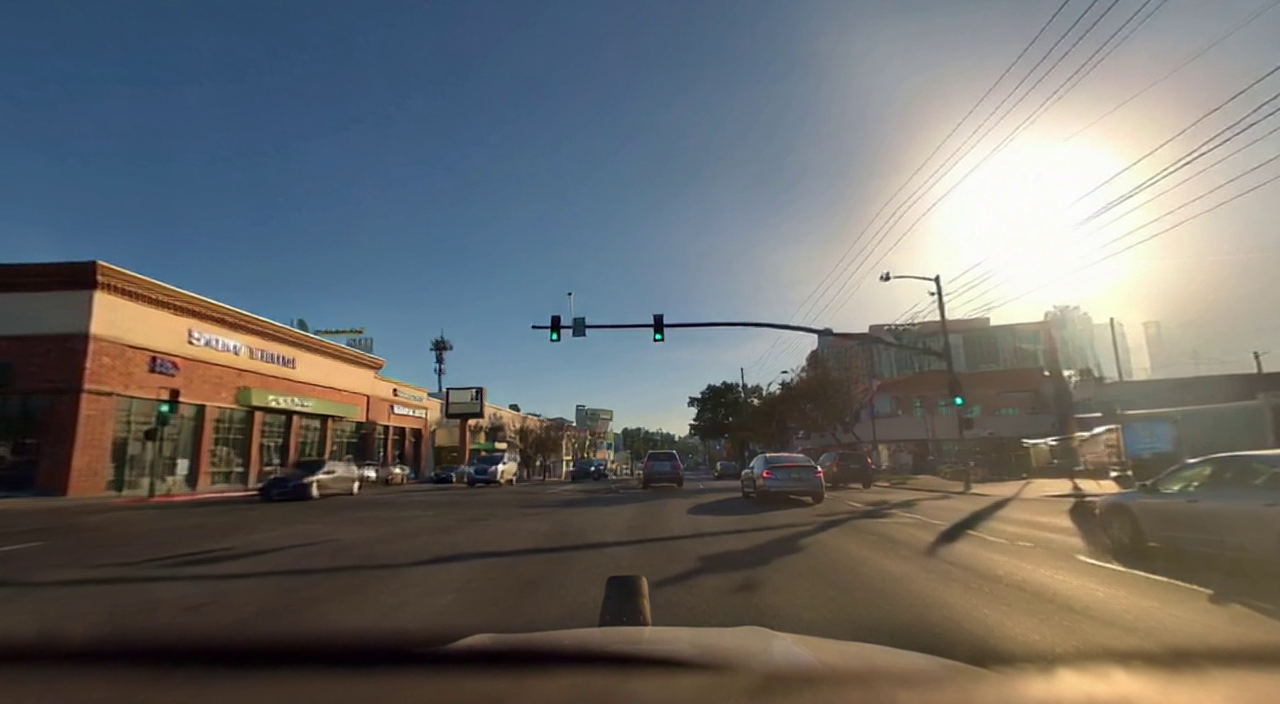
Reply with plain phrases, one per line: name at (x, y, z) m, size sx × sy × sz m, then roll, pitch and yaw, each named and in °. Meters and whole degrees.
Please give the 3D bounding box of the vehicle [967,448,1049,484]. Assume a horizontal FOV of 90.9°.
vehicle at (17.025, 5.196, 29.070) m, size 4.373 × 1.399 × 2.052 m, roll 7°, pitch -11°, yaw -43°

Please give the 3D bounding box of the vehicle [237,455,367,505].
vehicle at (-11.553, 4.375, 21.987) m, size 1.871 × 1.453 × 4.575 m, roll 0°, pitch -8°, yaw 2°

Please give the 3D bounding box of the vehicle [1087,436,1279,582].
vehicle at (7.449, 1.650, 6.809) m, size 1.911 × 1.466 × 4.572 m, roll 0°, pitch -8°, yaw 1°

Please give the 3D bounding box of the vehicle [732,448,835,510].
vehicle at (3.967, 3.571, 18.302) m, size 1.963 × 1.484 × 4.609 m, roll 0°, pitch -8°, yaw 1°

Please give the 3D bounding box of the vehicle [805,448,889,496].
vehicle at (8.367, 4.834, 25.919) m, size 2.040 × 1.738 × 4.414 m, roll 0°, pitch -8°, yaw 1°

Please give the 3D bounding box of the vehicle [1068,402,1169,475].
vehicle at (18.499, 3.391, 24.721) m, size 2.521 × 2.491 × 5.455 m, roll -7°, pitch -9°, yaw 32°

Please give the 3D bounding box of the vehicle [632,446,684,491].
vehicle at (0.863, 5.205, 28.680) m, size 2.210 × 1.861 × 4.280 m, roll 0°, pitch -8°, yaw 3°

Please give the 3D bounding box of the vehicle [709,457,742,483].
vehicle at (6.127, 8.481, 45.584) m, size 2.036 × 1.719 × 4.318 m, roll 0°, pitch -8°, yaw 3°

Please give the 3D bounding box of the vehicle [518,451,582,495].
vehicle at (-4.021, 5.484, 28.943) m, size 2.041 × 1.494 × 4.647 m, roll -3°, pitch -6°, yaw 2°

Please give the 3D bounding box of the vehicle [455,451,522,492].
vehicle at (-7.554, 5.993, 32.013) m, size 2.065 × 1.805 × 4.668 m, roll 0°, pitch -8°, yaw 3°

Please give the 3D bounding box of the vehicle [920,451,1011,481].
vehicle at (17.097, 5.935, 33.063) m, size 4.964 × 1.453 × 2.184 m, roll 7°, pitch -11°, yaw -36°
